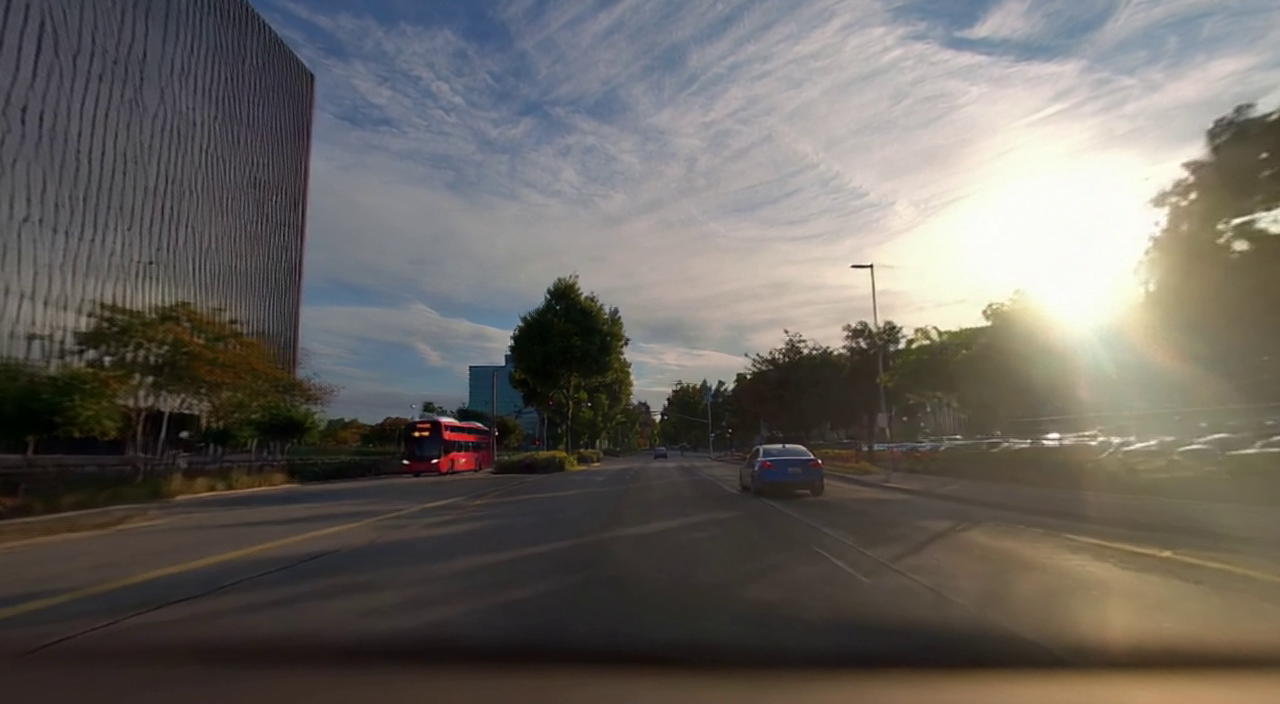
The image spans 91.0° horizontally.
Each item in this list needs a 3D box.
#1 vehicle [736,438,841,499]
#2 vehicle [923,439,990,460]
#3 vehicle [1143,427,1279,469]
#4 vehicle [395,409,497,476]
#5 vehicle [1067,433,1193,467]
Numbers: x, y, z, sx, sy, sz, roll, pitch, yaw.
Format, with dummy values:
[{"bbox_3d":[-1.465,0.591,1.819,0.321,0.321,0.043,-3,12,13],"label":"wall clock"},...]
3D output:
[{"bbox_3d":[4.065,3.268,18.020,1.993,1.501,4.127,0,-9,0],"label":"vehicle"},{"bbox_3d":[23.479,7.281,46.890,3.983,1.479,1.857,-1,-9,7],"label":"vehicle"},{"bbox_3d":[21.980,3.641,23.877,4.069,1.486,2.055,0,-8,-2],"label":"vehicle"},{"bbox_3d":[-14.450,7.061,48.786,3.110,4.418,13.688,-1,-9,2],"label":"vehicle"},{"bbox_3d":[22.600,4.554,29.188,4.135,1.480,1.915,0,-9,2],"label":"vehicle"}]
